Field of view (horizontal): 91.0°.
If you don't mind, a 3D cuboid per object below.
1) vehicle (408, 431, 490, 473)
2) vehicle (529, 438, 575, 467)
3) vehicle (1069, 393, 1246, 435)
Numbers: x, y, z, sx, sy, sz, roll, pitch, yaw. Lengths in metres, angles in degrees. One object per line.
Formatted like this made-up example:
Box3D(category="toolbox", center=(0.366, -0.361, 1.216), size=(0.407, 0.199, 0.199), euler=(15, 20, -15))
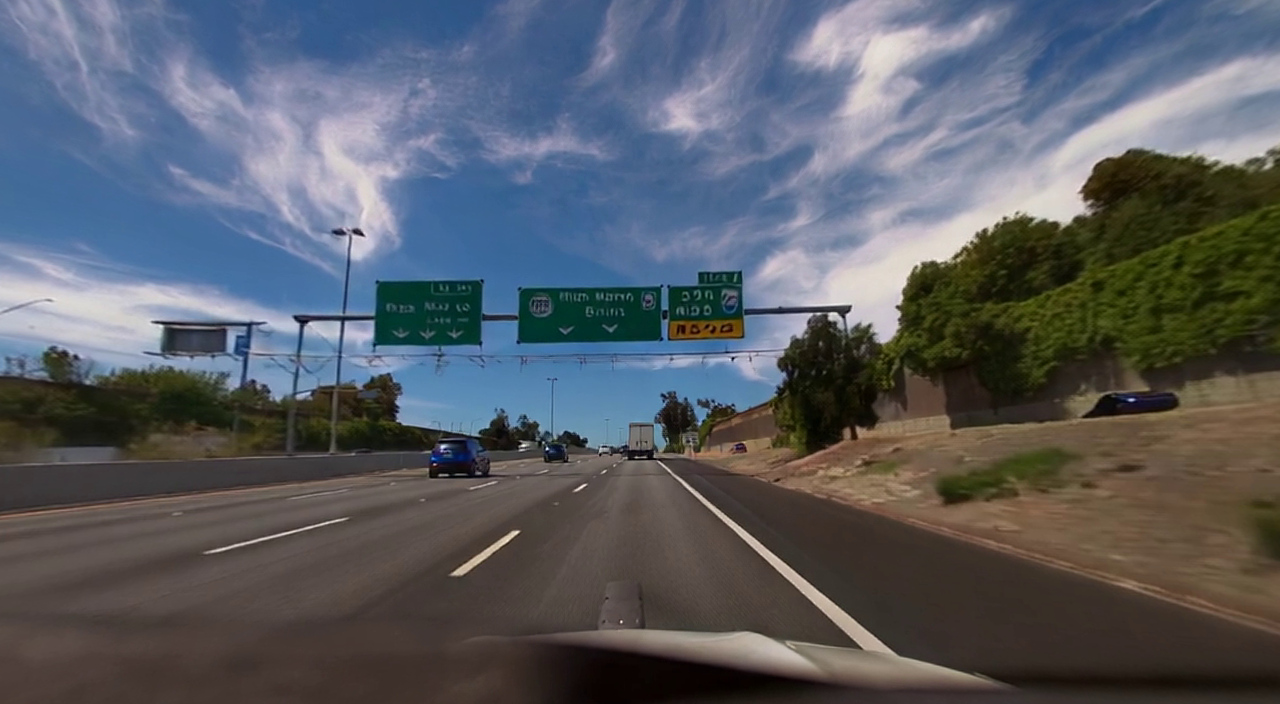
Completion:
Box3D(category="vehicle", center=(-10.620, 5.661, 35.739), size=(2.571, 2.169, 6.443), euler=(0, -9, 1))
Box3D(category="vehicle", center=(-6.433, 7.418, 46.744), size=(2.502, 1.997, 5.697), euler=(0, -9, 0))
Box3D(category="vehicle", center=(25.177, 3.163, 31.043), size=(2.401, 1.540, 6.222), euler=(3, -11, -24))
